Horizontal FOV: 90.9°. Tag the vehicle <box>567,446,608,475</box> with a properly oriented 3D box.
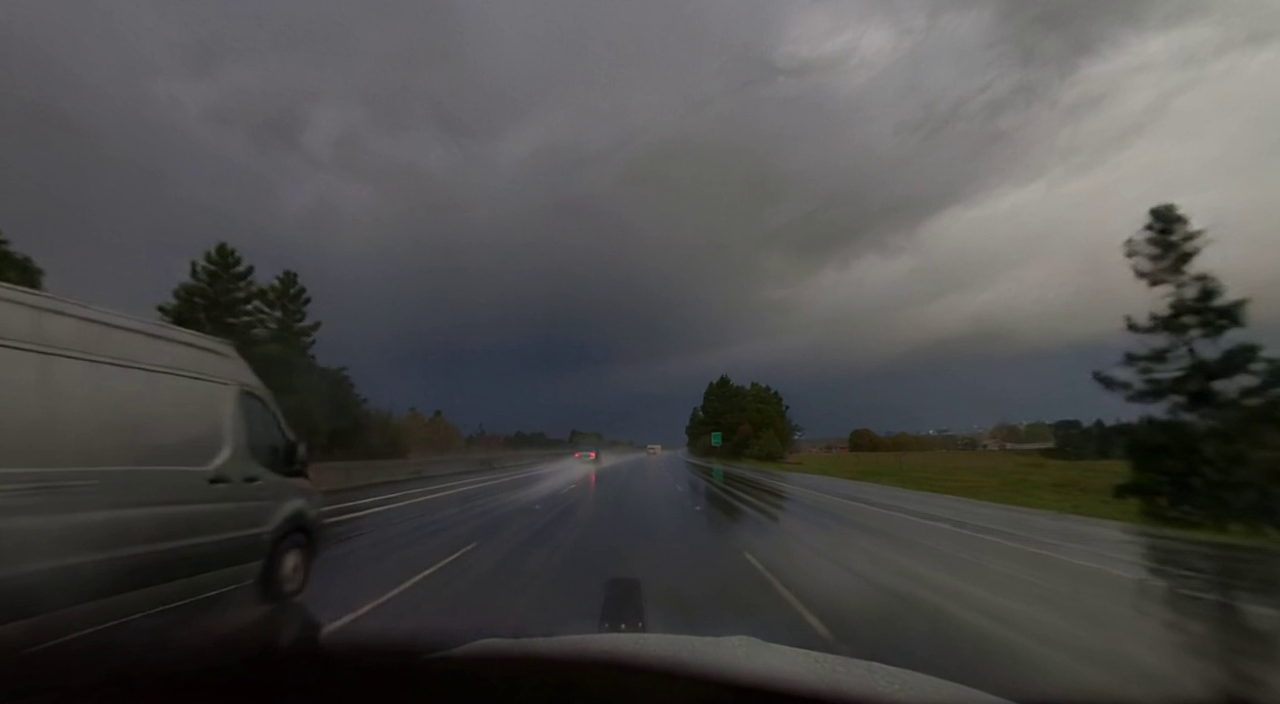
[{"bbox_3d":[-2.993,6.307,36.833,1.959,1.571,4.313,0,-9,1],"label":"vehicle"}]

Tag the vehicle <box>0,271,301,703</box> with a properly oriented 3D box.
[{"bbox_3d":[-3.842,0.646,2.435,2.219,2.033,4.911,0,-9,1],"label":"vehicle"}]
